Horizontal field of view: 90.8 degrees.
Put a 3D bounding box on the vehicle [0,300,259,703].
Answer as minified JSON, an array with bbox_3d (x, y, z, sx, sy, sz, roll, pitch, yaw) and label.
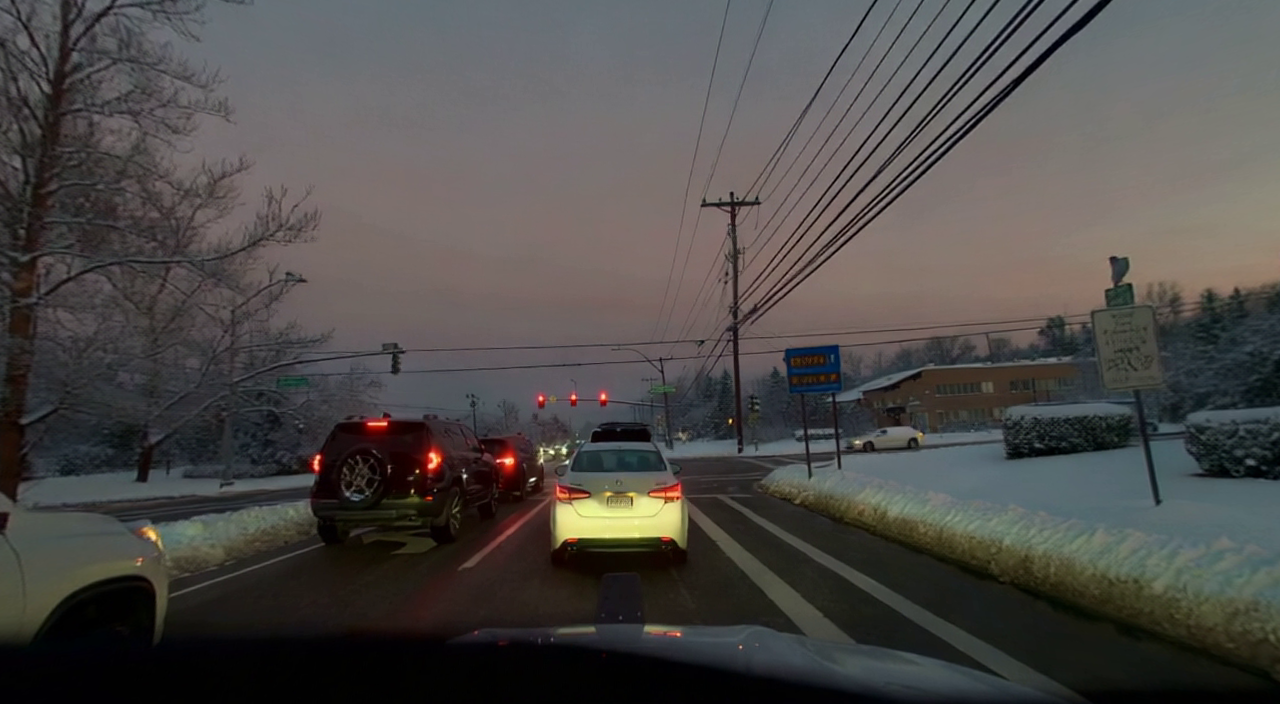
[{"bbox_3d":[-3.589,0.635,1.527,2.085,1.943,5.053,0,-8,1],"label":"vehicle"}]

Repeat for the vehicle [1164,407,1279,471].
[{"bbox_3d":[17.006,2.547,18.278,1.858,1.622,4.491,-5,-10,28],"label":"vehicle"}]

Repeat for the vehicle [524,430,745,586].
[{"bbox_3d":[-0.100,1.801,8.139,2.121,1.474,3.968,0,-8,-1],"label":"vehicle"}]

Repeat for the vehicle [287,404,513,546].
[{"bbox_3d":[-3.853,2.086,11.370,2.147,1.963,4.927,0,-8,-1],"label":"vehicle"}]

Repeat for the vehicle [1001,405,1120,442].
[{"bbox_3d":[26.840,4.634,40.511,5.782,2.286,2.223,-1,-9,4],"label":"vehicle"}]
